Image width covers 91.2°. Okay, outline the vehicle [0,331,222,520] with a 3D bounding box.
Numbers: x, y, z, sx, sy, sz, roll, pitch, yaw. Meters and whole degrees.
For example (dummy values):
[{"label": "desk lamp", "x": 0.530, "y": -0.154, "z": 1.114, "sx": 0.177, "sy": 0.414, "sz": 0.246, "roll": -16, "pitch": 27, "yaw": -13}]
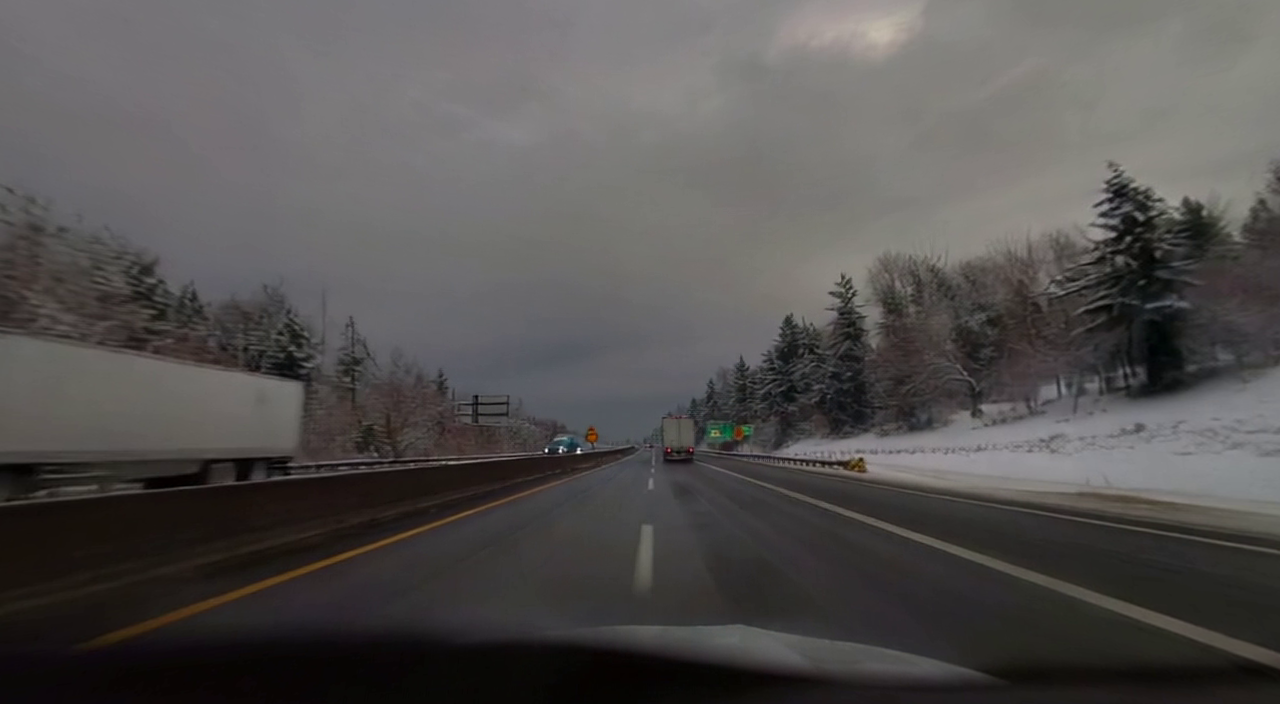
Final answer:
[{"label": "vehicle", "x": -14.412, "y": 1.748, "z": 14.349, "sx": 2.815, "sy": 3.802, "sz": 9.551, "roll": -1, "pitch": -9, "yaw": 1}]
